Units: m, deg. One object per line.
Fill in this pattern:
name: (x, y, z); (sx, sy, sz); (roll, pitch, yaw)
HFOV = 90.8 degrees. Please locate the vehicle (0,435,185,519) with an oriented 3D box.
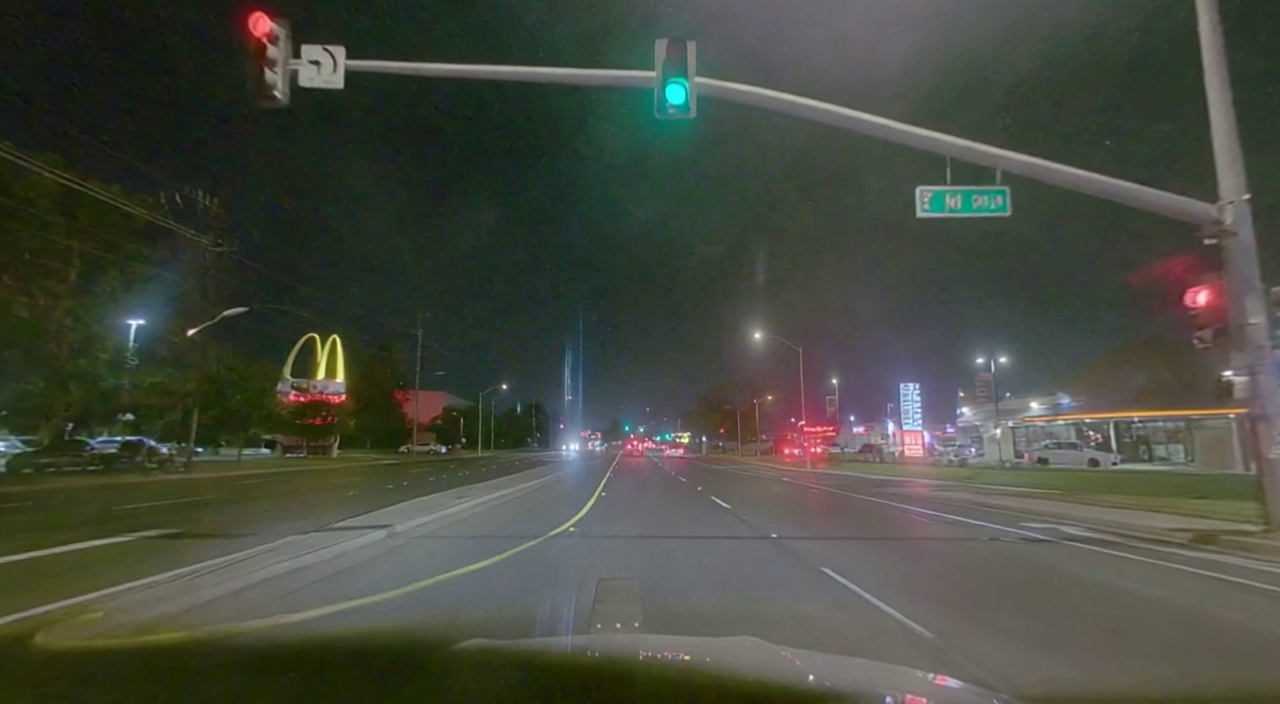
vehicle: (-13.230, 2.766, 14.596); (2.012, 1.621, 4.417); (0, -8, 1)

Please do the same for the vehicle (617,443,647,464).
vehicle: (-0.624, 7.646, 47.901); (2.152, 1.499, 4.118); (0, -8, -1)

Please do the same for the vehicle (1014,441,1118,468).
vehicle: (24.916, 5.975, 37.126); (2.066, 1.467, 4.486); (5, -10, -31)
